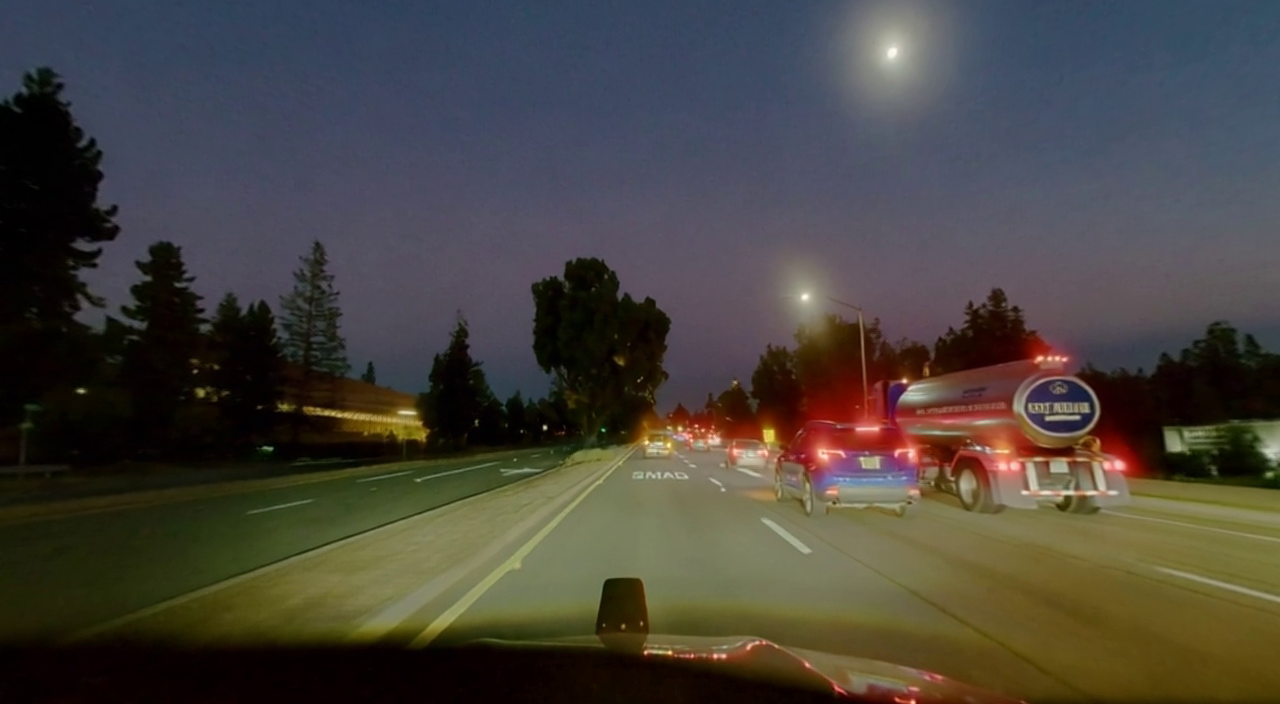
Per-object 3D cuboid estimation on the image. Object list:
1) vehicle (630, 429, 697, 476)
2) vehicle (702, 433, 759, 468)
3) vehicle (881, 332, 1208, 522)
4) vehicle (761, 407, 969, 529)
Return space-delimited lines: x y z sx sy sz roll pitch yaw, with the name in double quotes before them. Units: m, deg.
"vehicle" 0.774 3.549 22.429 2.148 1.488 4.002 0 -8 1
"vehicle" 4.016 4.450 28.554 1.917 1.475 4.081 0 -8 -1
"vehicle" 8.031 1.704 13.858 2.849 3.207 6.275 0 -8 -1
"vehicle" 3.654 1.997 11.332 2.045 1.729 4.532 0 -8 0
